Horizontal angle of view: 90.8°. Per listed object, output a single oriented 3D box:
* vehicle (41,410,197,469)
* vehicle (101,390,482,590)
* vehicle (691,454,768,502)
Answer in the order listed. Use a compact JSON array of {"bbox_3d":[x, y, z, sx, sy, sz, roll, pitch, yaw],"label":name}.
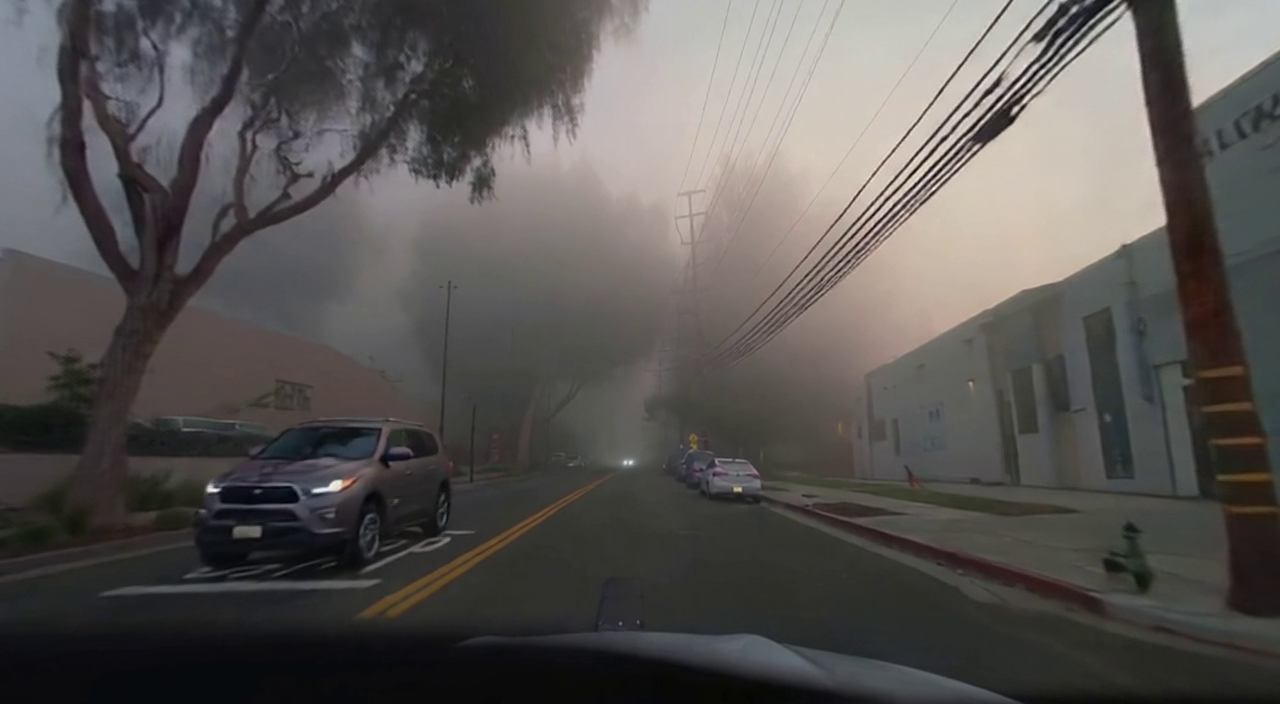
[{"bbox_3d":[-24.405,4.189,30.026,2.288,2.514,5.886,0,-8,1],"label":"vehicle"},{"bbox_3d":[-4.073,1.723,8.770,2.495,1.966,4.846,0,-8,0],"label":"vehicle"},{"bbox_3d":[2.907,4.202,21.419,1.877,1.373,3.854,0,-8,-3],"label":"vehicle"}]
